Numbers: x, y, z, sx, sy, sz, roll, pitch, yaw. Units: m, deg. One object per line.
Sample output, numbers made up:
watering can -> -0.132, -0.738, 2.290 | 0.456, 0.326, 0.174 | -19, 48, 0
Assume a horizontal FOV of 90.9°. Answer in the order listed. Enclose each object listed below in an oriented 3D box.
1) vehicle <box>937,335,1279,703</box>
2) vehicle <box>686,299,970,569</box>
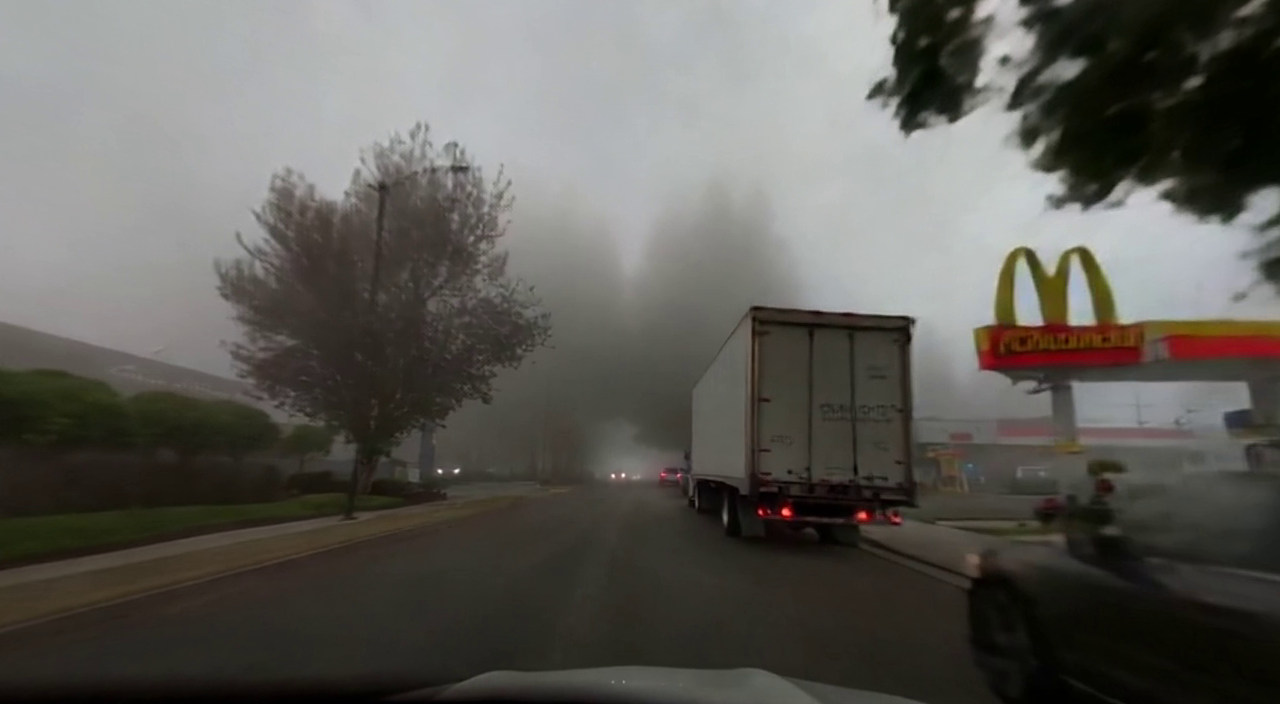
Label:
vehicle -> 3.248, 0.939, 2.305 | 2.050, 1.906, 4.374 | 1, -10, -2
vehicle -> 3.328, 2.436, 16.582 | 2.990, 4.098, 13.928 | 1, -10, -1
